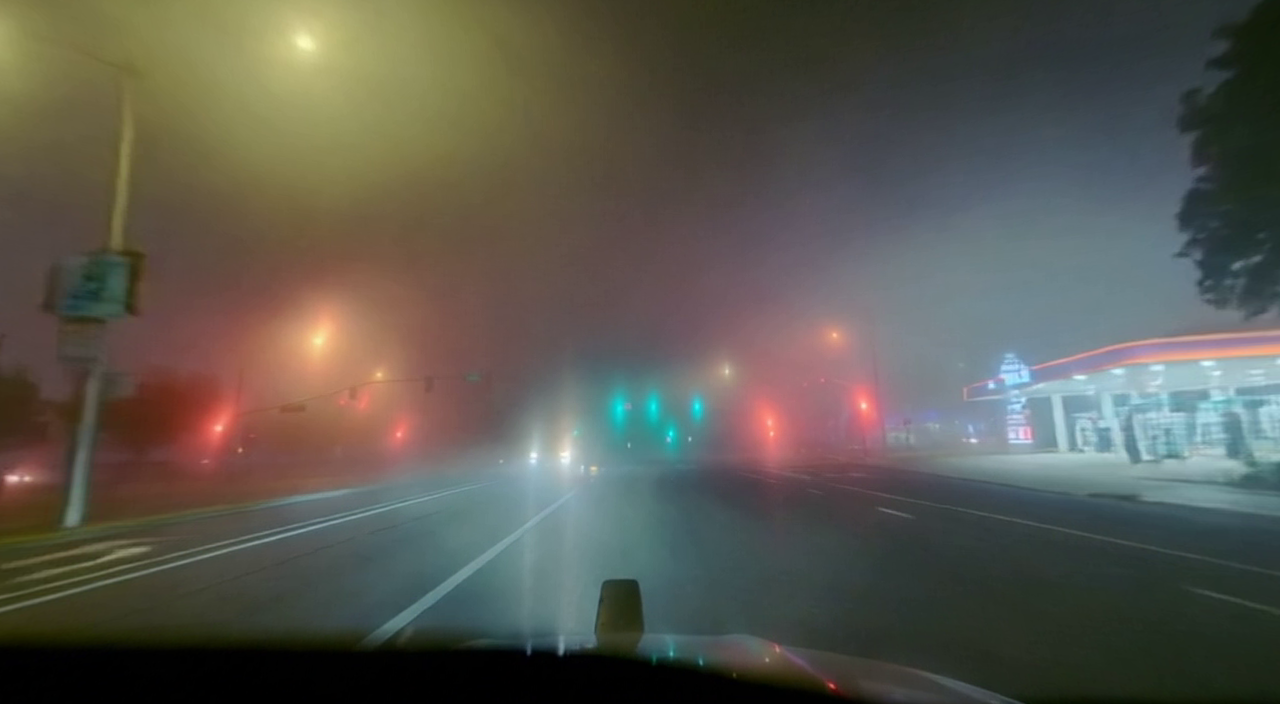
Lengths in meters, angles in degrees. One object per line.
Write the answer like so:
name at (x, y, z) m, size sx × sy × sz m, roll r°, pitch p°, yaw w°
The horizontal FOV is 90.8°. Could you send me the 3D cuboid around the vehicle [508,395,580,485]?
vehicle at (-4.067, 3.747, 27.225) m, size 2.637 × 3.576 × 3.006 m, roll -2°, pitch -7°, yaw -1°
